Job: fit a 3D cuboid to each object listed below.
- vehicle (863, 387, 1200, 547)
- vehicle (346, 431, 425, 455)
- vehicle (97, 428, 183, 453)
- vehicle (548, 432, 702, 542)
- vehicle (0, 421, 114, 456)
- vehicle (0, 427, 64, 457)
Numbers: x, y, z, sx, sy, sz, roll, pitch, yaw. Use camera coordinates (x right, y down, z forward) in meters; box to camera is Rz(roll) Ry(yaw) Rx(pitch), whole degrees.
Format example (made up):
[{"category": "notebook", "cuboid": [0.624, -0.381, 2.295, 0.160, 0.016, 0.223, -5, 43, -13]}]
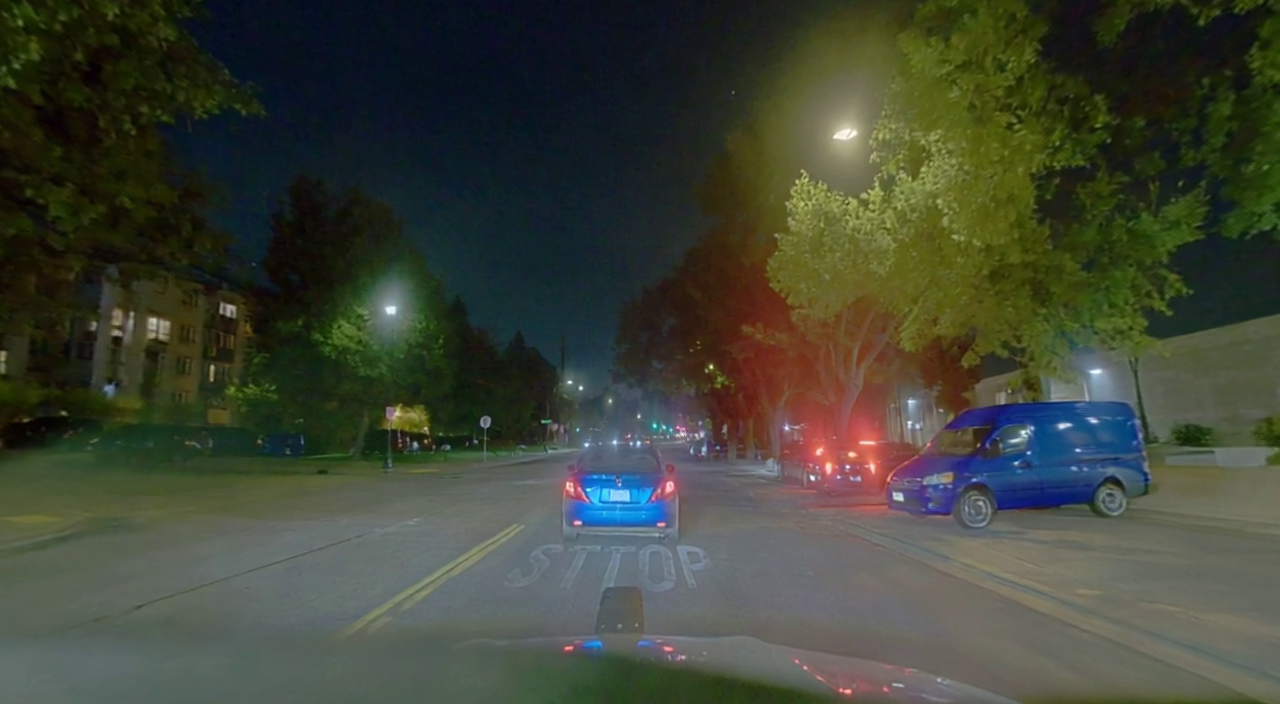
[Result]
[{"category": "vehicle", "cuboid": [6.651, 1.861, 10.717, 5.385, 2.146, 2.143, 4, -9, -25]}, {"category": "vehicle", "cuboid": [-18.435, 6.605, 45.915, 4.892, 1.679, 1.927, 1, -8, -7]}, {"category": "vehicle", "cuboid": [-31.794, 5.640, 40.259, 3.915, 1.574, 1.850, 0, -8, 3]}, {"category": "vehicle", "cuboid": [-0.298, 2.150, 10.792, 2.065, 1.450, 4.522, 0, -8, -3]}, {"category": "vehicle", "cuboid": [-31.834, 4.734, 34.350, 4.438, 1.814, 2.044, 0, -8, -2]}, {"category": "vehicle", "cuboid": [-31.812, 4.497, 31.515, 4.168, 1.458, 1.904, 0, -8, -2]}]
